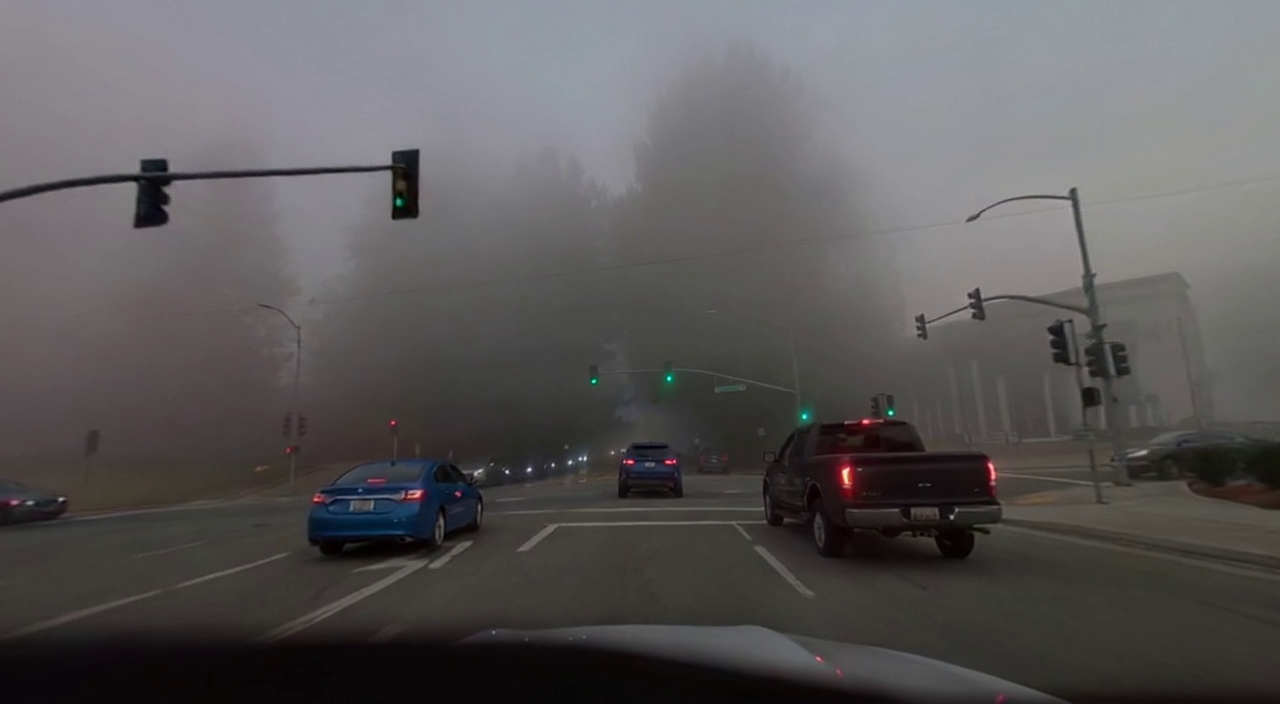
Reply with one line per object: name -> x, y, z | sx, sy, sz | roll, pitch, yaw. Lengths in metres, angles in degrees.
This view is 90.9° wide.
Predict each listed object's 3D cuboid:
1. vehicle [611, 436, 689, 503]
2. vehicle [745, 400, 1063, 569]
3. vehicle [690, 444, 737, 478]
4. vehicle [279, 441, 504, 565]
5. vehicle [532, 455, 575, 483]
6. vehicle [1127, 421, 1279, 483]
vehicle -> 0.317, 3.441, 18.963 | 2.113, 1.768, 3.901 | -1, -8, 2
vehicle -> 3.422, 1.884, 10.008 | 2.571, 1.857, 5.841 | 0, -8, 1
vehicle -> 4.556, 6.880, 40.242 | 2.408, 1.908, 5.355 | 0, -8, 1
vehicle -> -3.586, 2.208, 10.235 | 1.909, 1.476, 4.751 | 0, -8, -3
vehicle -> -5.187, 7.084, 38.383 | 1.882, 1.342, 3.755 | -5, -8, 2
vehicle -> 19.860, 3.378, 21.658 | 4.437, 1.863, 2.068 | -2, -6, 1
